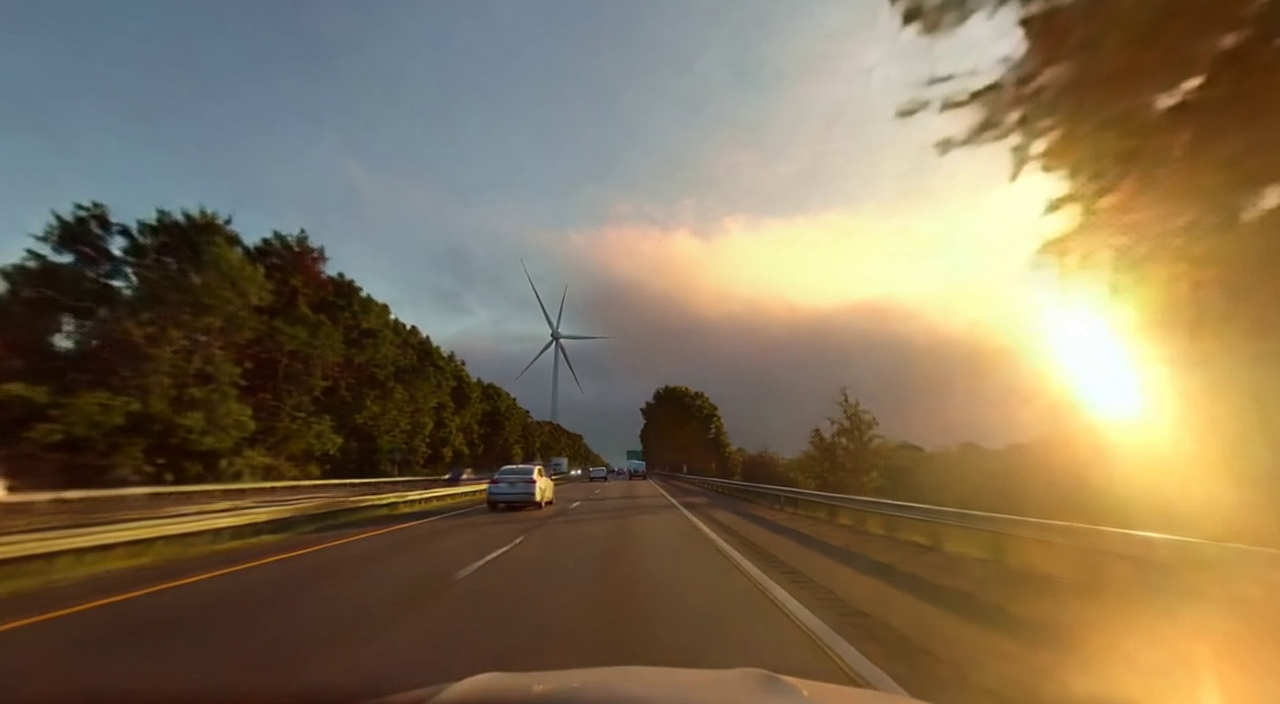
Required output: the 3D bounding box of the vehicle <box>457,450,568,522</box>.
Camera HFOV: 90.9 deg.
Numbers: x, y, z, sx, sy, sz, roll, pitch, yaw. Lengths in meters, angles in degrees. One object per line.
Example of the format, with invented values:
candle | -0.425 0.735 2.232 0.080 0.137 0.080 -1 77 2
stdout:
vehicle | -3.404 3.711 17.775 2.124 1.705 4.440 1 -11 1
